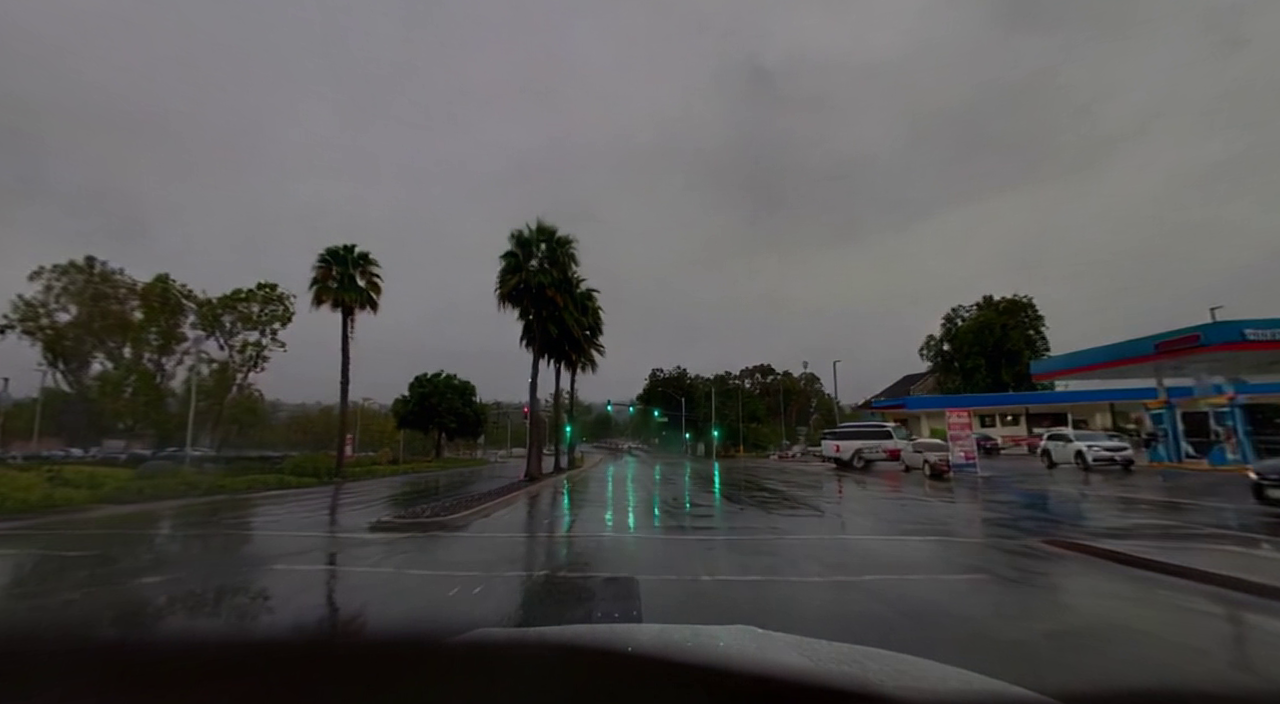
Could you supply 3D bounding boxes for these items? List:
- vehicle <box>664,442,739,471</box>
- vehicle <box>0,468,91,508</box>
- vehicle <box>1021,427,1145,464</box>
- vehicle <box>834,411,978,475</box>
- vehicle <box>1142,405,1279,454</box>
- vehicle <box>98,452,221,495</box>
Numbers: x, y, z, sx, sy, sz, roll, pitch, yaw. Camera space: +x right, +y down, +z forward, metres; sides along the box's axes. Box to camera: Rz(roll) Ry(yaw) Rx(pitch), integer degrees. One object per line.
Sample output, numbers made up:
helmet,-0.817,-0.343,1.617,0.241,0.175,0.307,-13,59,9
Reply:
vehicle,4.882,8.172,49.734,2.703,2.082,6.059,-8,-12,43
vehicle,-25.798,5.580,26.015,4.448,1.525,1.835,1,-9,-6
vehicle,21.594,4.577,30.921,4.578,1.756,2.042,1,-9,-4
vehicle,13.323,4.801,33.089,2.944,2.783,10.332,0,-9,-1
vehicle,28.937,3.883,31.373,5.625,2.303,2.592,0,-9,1
vehicle,-25.871,6.523,34.116,5.056,1.839,1.957,-3,-6,-1
